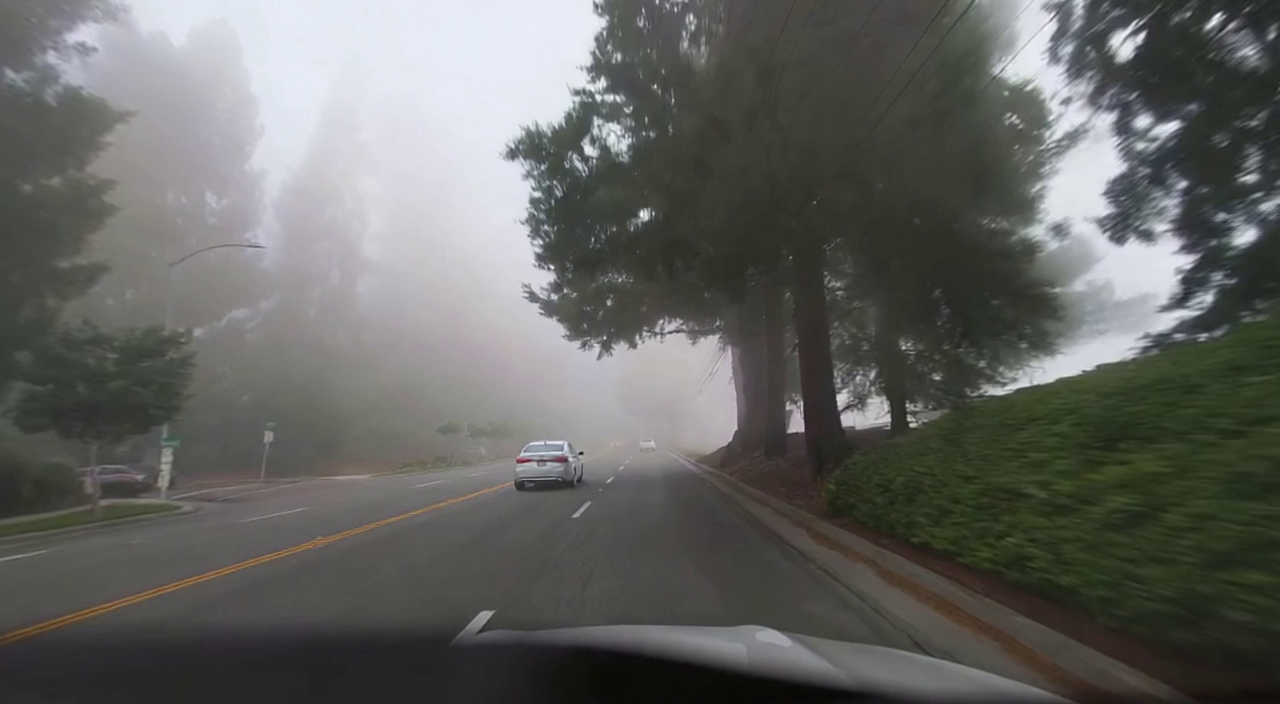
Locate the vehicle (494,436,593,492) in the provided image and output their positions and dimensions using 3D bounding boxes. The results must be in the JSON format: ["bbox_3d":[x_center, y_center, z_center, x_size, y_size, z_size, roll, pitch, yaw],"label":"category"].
[{"bbox_3d":[-2.715,3.281,18.840,2.153,1.461,4.374,0,-8,2],"label":"vehicle"}]

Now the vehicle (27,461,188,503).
[{"bbox_3d":[-20.010,4.865,23.802,4.462,1.455,1.846,-1,-8,3],"label":"vehicle"}]
